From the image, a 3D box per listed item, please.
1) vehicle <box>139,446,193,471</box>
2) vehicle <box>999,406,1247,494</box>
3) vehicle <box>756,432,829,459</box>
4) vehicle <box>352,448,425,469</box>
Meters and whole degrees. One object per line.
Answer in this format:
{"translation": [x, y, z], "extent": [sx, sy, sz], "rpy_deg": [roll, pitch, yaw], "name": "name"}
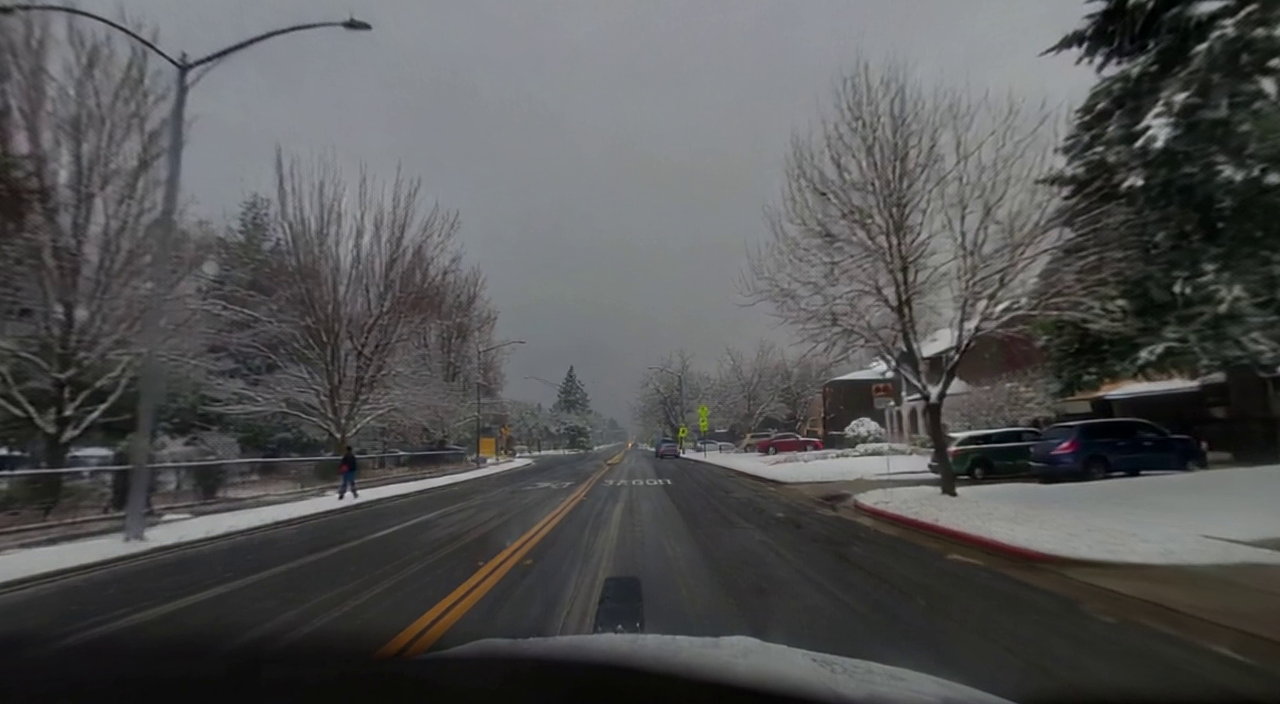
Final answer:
{"translation": [-35.854, 8.093, 47.691], "extent": [4.938, 1.720, 1.926], "rpy_deg": [-9, -14, 39], "name": "vehicle"}
{"translation": [10.579, 2.159, 14.077], "extent": [3.933, 1.645, 1.832], "rpy_deg": [-2, -8, -2], "name": "vehicle"}
{"translation": [11.078, 6.821, 45.997], "extent": [4.750, 1.658, 1.902], "rpy_deg": [-2, -10, 0], "name": "vehicle"}
{"translation": [-19.181, 8.126, 48.312], "extent": [4.691, 1.483, 1.955], "rpy_deg": [8, -12, -44], "name": "vehicle"}
